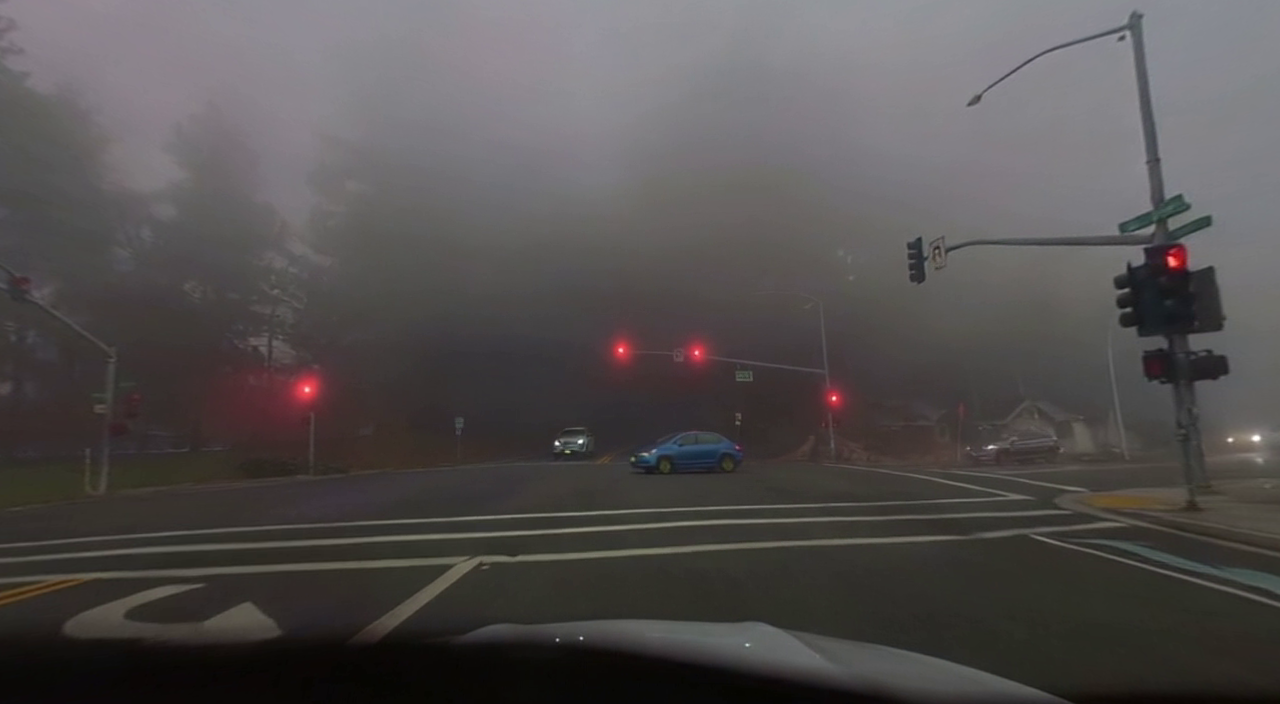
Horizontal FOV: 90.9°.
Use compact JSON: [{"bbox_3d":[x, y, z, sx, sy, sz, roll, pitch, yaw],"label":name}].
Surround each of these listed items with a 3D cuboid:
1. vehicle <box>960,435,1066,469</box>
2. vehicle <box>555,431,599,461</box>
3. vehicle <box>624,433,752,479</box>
[{"bbox_3d":[17.828,4.758,30.143,4.377,1.523,1.877,3,-9,-19],"label":"vehicle"},{"bbox_3d":[-3.741,5.675,38.066,2.140,1.638,4.259,0,-8,1],"label":"vehicle"},{"bbox_3d":[1.798,3.722,22.797,4.528,1.482,1.864,6,-11,-38],"label":"vehicle"}]
